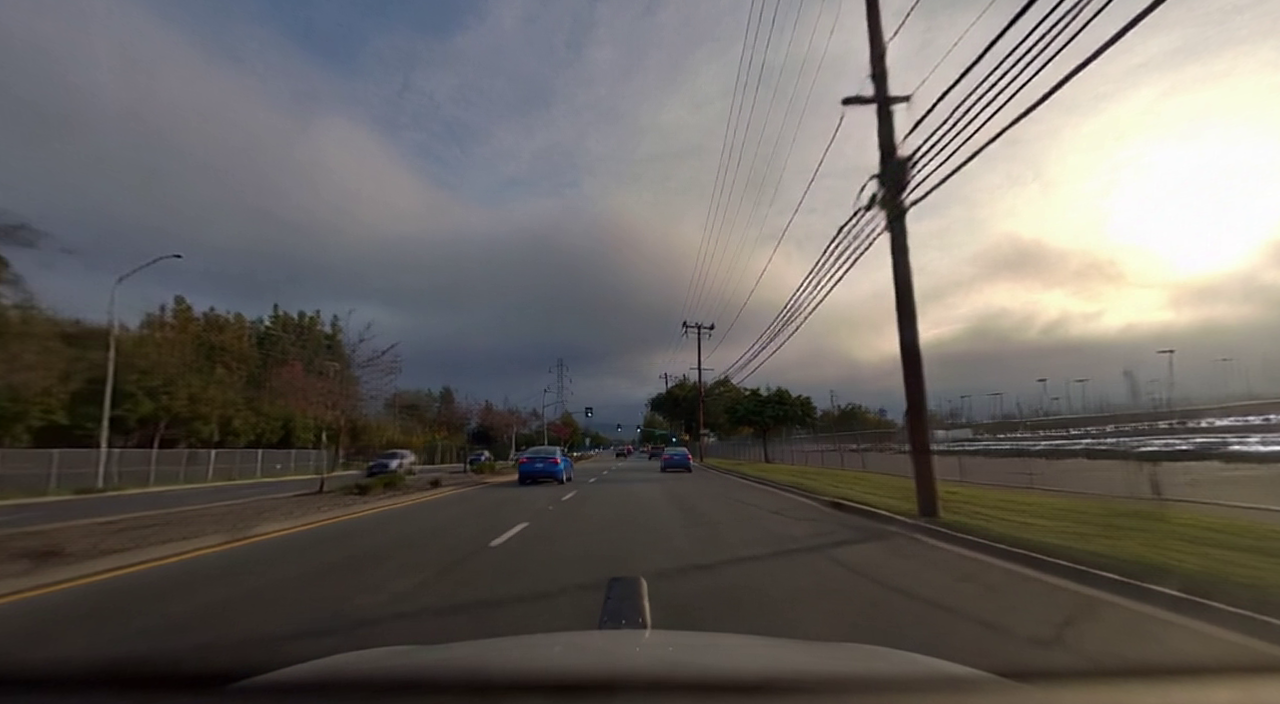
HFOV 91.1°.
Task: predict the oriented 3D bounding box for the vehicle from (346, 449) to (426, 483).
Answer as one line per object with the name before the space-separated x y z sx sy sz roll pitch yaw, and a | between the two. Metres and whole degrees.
vehicle | -12.744 5.744 31.894 2.028 1.534 4.589 -1 -8 2

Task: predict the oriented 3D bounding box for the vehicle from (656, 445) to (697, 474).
vehicle | 1.964 5.941 34.955 2.059 1.486 3.980 0 -8 0

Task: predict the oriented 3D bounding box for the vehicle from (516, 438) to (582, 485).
vehicle | -3.573 4.380 25.452 1.950 1.692 4.397 0 -8 1
